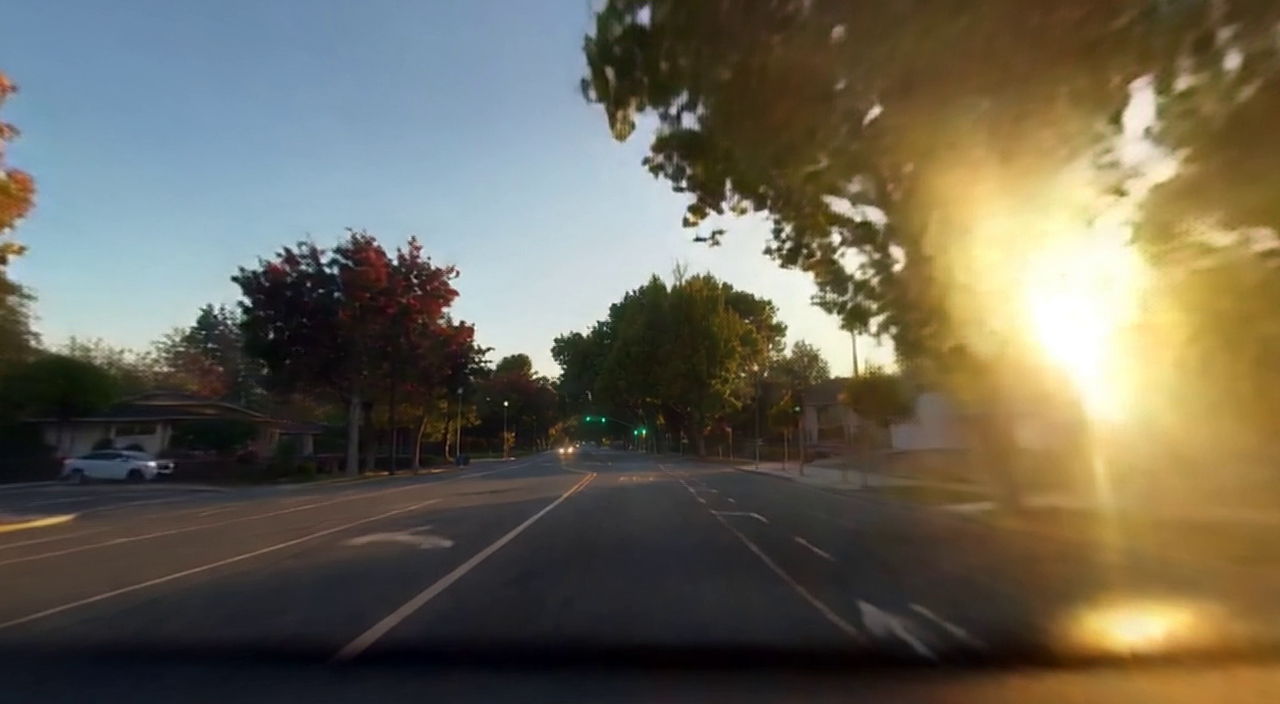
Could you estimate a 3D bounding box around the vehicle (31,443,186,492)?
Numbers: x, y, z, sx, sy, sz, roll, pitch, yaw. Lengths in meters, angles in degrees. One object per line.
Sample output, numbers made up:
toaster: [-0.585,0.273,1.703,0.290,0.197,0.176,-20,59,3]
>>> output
vehicle: [-23.215,5.003,28.044,2.192,1.901,5.889,1,-8,-6]
